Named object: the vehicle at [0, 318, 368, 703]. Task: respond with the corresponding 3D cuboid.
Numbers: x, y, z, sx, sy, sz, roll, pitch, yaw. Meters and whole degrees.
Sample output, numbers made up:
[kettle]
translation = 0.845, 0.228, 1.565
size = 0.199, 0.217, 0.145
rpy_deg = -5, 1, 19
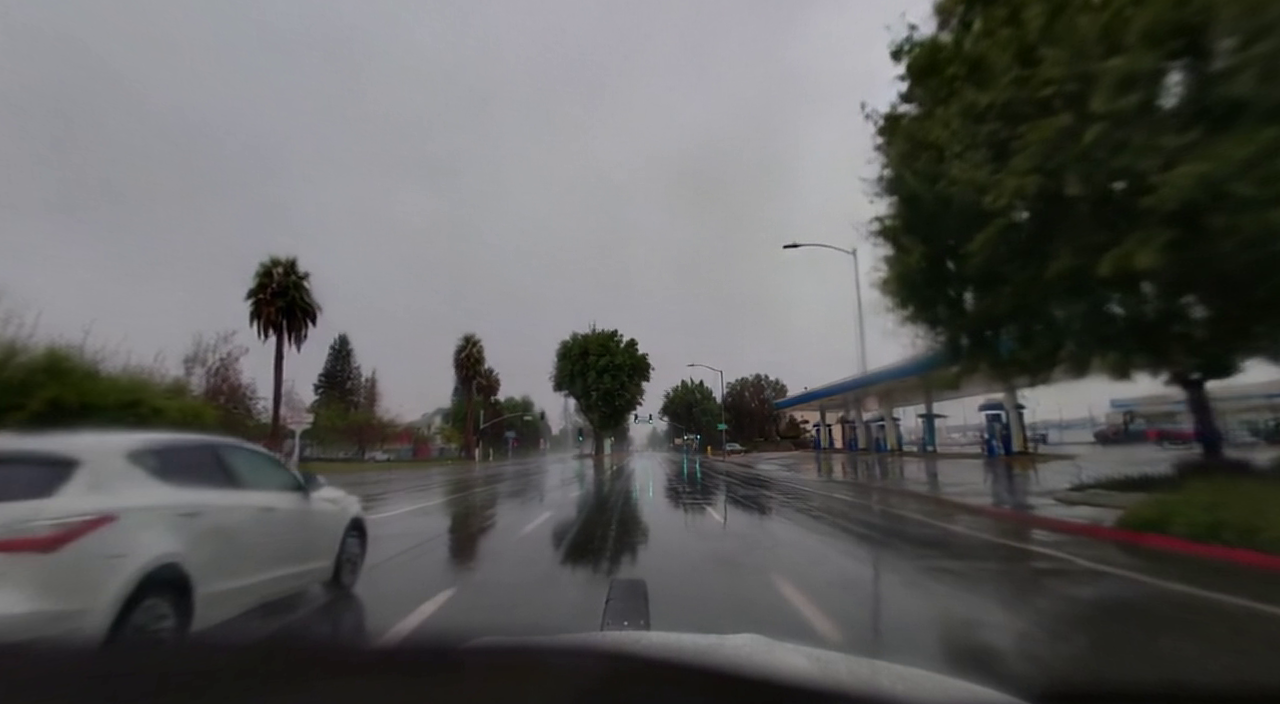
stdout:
[vehicle]
translation = -3.336, 0.872, 3.015
size = 2.011, 1.756, 4.478
rpy_deg = 0, -9, 0
